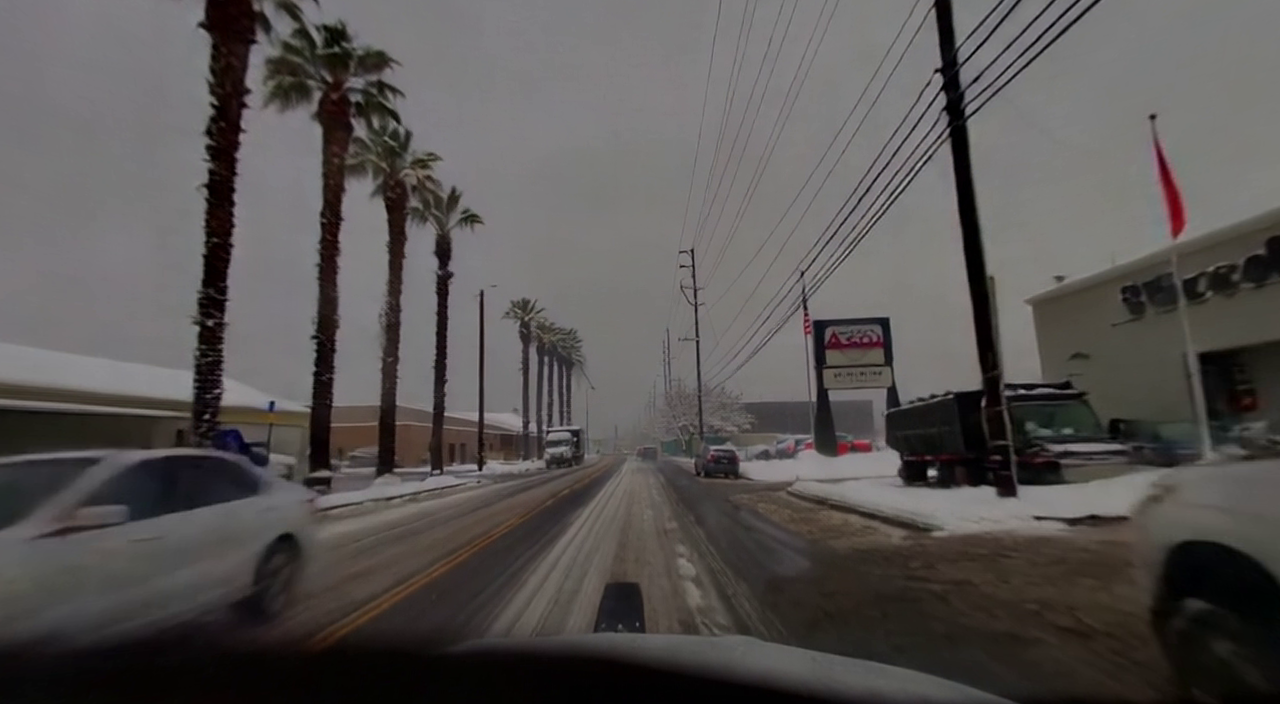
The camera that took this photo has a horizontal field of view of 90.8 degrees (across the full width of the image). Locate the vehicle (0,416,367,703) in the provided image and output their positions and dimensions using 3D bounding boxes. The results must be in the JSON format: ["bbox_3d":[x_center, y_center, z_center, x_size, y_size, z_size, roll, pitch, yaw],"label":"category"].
[{"bbox_3d":[-3.637,1.199,3.770,2.033,1.492,4.477,0,-9,0],"label":"vehicle"}]

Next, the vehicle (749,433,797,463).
[{"bbox_3d":[9.455,6.739,44.435,2.325,1.877,5.987,-6,-9,19],"label":"vehicle"}]

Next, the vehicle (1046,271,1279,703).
[{"bbox_3d":[3.589,0.415,0.534,2.345,1.969,6.070,0,-9,-1],"label":"vehicle"}]

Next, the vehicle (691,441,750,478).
[{"bbox_3d":[3.701,5.040,29.900,2.111,1.611,4.576,0,-9,-1],"label":"vehicle"}]

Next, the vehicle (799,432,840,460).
[{"bbox_3d":[12.765,6.678,44.797,2.159,1.840,4.404,-4,-9,23],"label":"vehicle"}]

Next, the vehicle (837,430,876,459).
[{"bbox_3d":[15.295,6.531,44.422,2.311,1.876,4.987,-4,-9,21],"label":"vehicle"}]

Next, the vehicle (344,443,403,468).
[{"bbox_3d":[-20.320,7.893,48.423,2.152,1.746,5.461,0,-9,-1],"label":"vehicle"}]

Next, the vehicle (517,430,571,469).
[{"bbox_3d":[-7.452,7.667,49.848,2.845,2.738,7.208,-3,-8,2],"label":"vehicle"}]
